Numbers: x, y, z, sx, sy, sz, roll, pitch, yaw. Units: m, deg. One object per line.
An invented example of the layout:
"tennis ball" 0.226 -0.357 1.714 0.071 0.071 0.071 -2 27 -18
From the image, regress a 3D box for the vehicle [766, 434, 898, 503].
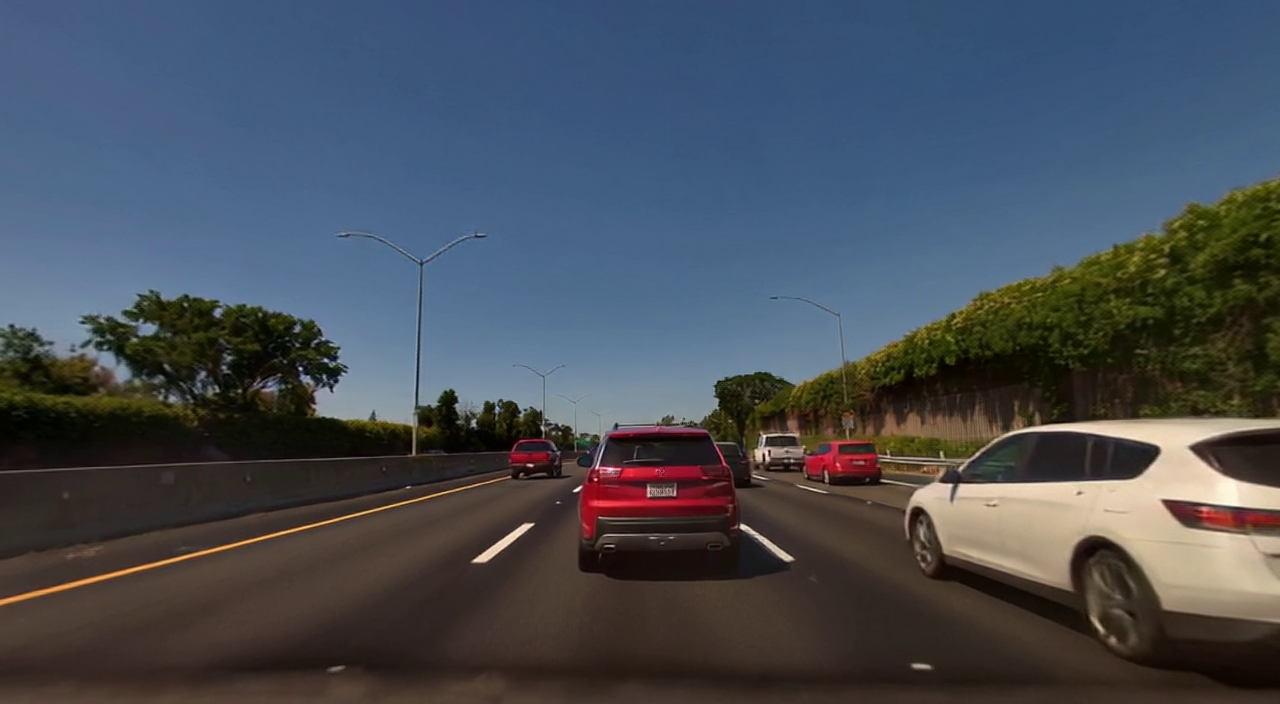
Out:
"vehicle" 5.121 3.167 17.536 1.972 1.647 4.429 1 -9 -4

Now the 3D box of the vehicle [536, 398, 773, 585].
"vehicle" 0.026 1.620 7.997 2.230 1.740 3.976 1 -9 -3

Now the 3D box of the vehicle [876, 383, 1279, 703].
"vehicle" 3.389 1.155 4.013 2.028 1.534 4.691 0 -9 1
